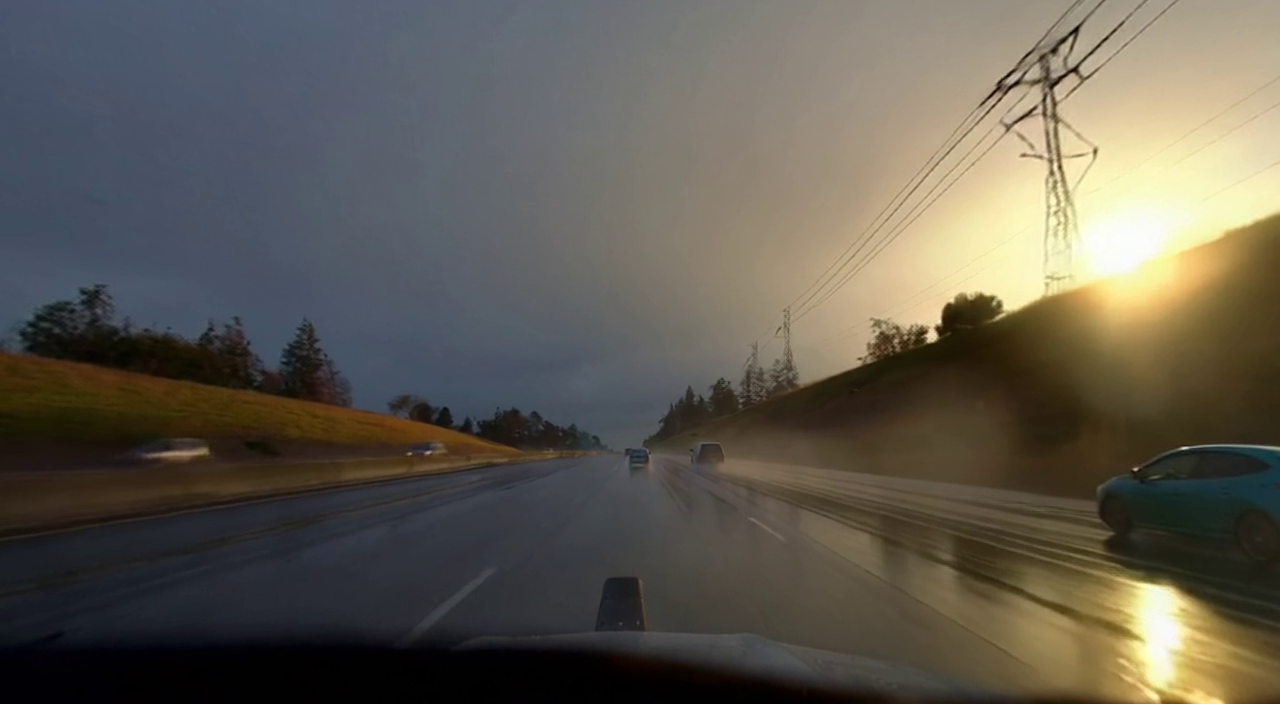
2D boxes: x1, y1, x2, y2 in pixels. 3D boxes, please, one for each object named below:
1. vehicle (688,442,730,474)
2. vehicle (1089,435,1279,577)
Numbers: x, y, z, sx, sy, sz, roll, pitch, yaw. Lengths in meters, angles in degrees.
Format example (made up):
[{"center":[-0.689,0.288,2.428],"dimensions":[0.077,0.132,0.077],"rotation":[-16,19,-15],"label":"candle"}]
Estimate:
[{"center":[4.108,6.351,38.060],"dimensions":[2.159,1.782,4.673],"rotation":[0,-9,2],"label":"vehicle"},{"center":[8.011,1.770,7.378],"dimensions":[1.970,1.545,4.818],"rotation":[0,-9,1],"label":"vehicle"}]
